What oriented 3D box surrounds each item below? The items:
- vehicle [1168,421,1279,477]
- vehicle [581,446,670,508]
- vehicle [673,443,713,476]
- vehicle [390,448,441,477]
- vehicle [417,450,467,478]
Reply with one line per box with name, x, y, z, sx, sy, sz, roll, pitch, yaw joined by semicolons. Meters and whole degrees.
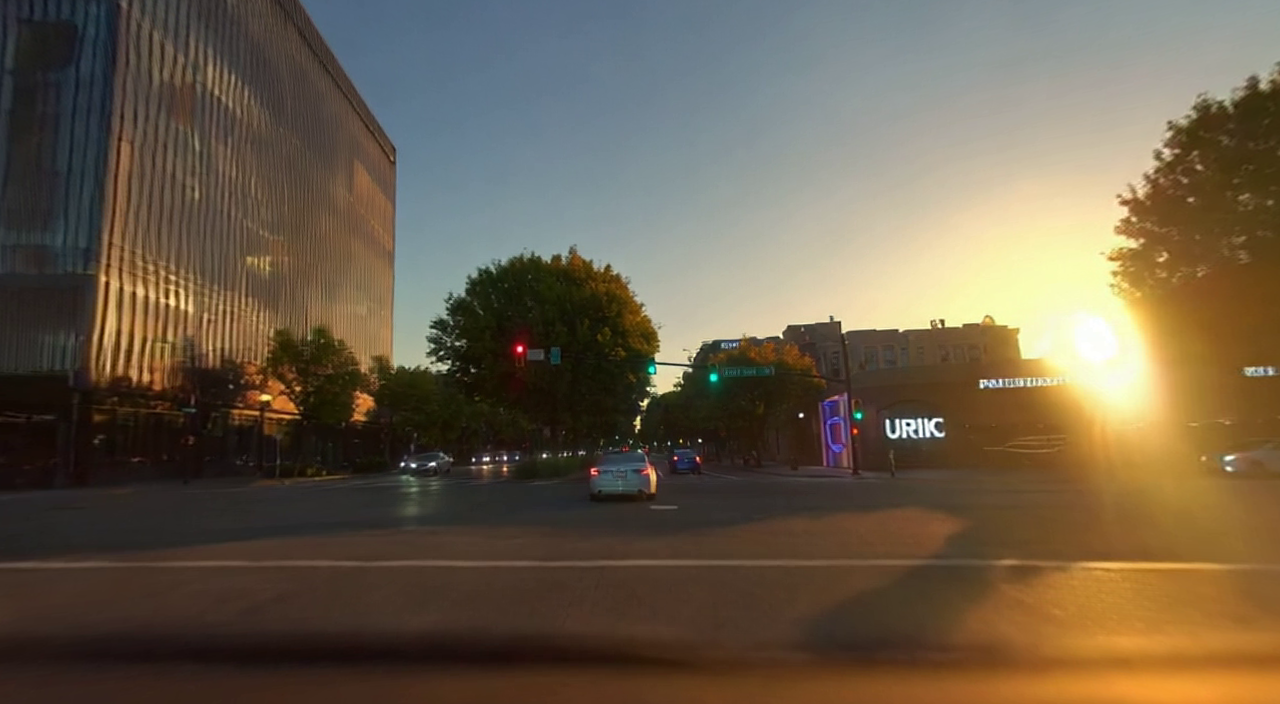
vehicle;23.985;3.863;24.761;4.384;2.000;2.345;1;-12;-4
vehicle;-0.401;3.337;17.350;2.144;1.398;3.963;1;-8;-1
vehicle;3.186;6.546;38.733;2.078;1.799;4.089;1;-8;-1
vehicle;-16.223;7.999;45.909;2.119;1.815;4.795;-2;-7;-1
vehicle;-12.680;7.176;40.650;2.000;1.507;4.286;-2;-7;-2
